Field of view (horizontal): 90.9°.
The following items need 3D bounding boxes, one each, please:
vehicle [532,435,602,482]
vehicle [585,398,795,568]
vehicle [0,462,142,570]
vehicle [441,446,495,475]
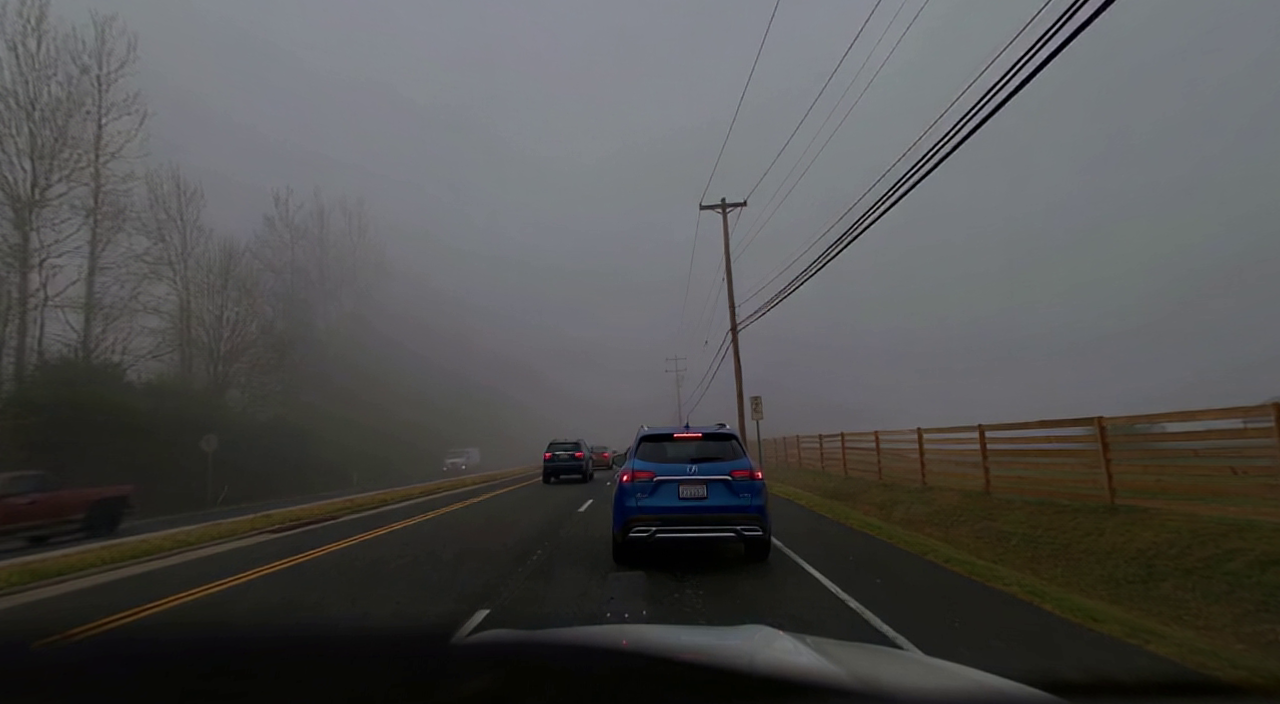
[{"bbox_3d":[-2.707,4.069,24.301,2.037,1.639,4.213,0,-9,2],"label":"vehicle"},{"bbox_3d":[0.487,1.671,8.686,2.174,1.749,4.113,0,-9,-1],"label":"vehicle"},{"bbox_3d":[-11.421,2.855,11.203,1.893,1.662,3.966,0,-9,-1],"label":"vehicle"},{"bbox_3d":[-11.741,7.406,43.366,2.187,1.863,5.152,0,-9,1],"label":"vehicle"}]
